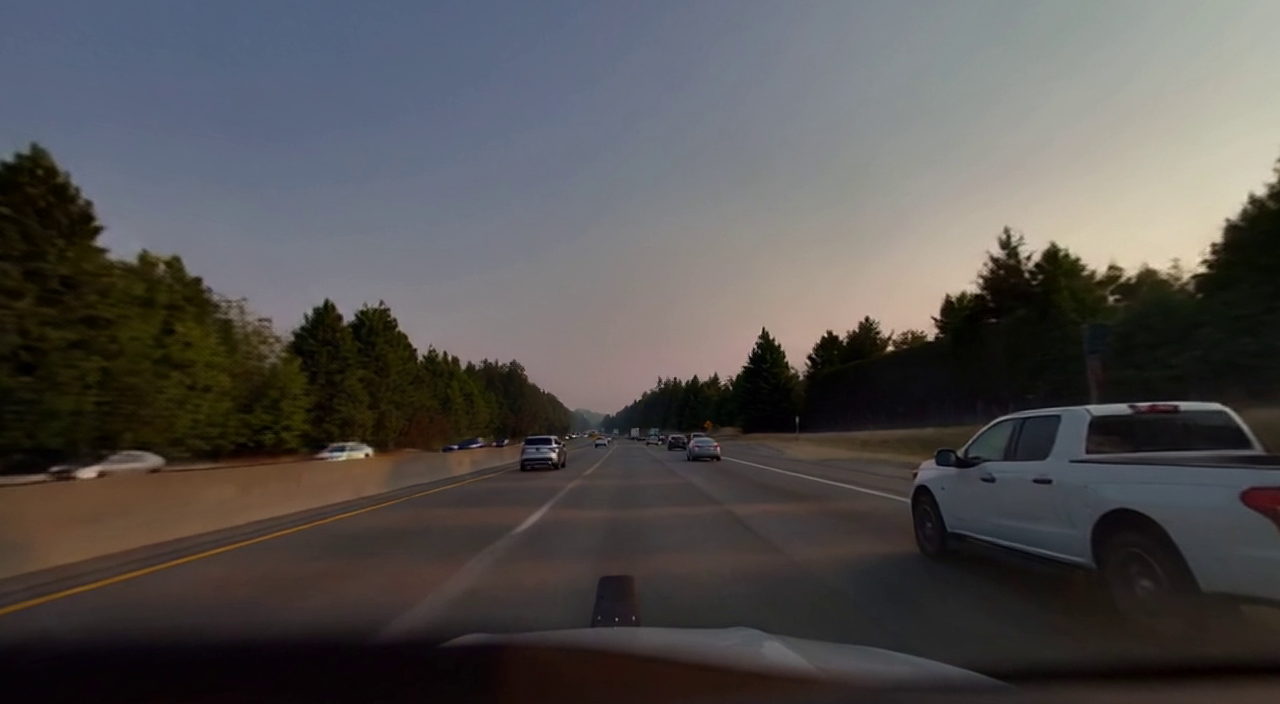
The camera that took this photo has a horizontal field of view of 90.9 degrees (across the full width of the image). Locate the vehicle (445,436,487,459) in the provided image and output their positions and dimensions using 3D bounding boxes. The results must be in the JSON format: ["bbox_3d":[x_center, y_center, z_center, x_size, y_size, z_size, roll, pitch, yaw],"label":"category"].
[{"bbox_3d":[-12.834,7.050,46.729,1.906,1.562,4.429,0,-8,-1],"label":"vehicle"}]

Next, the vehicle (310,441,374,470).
[{"bbox_3d":[-15.840,5.511,33.695,1.754,1.423,3.480,0,-8,-1],"label":"vehicle"}]

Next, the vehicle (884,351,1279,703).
[{"bbox_3d":[3.629,1.048,4.287,1.949,1.639,4.748,0,-8,-1],"label":"vehicle"}]

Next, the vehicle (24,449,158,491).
[{"bbox_3d":[-21.825,4.665,25.306,1.818,1.454,3.887,0,-8,1],"label":"vehicle"}]

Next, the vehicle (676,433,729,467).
[{"bbox_3d":[2.936,4.694,30.453,1.990,1.480,3.865,0,-8,-2],"label":"vehicle"}]

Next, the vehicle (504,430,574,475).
[{"bbox_3d":[-3.893,3.960,25.175,2.011,1.614,4.808,0,-8,0],"label":"vehicle"}]
